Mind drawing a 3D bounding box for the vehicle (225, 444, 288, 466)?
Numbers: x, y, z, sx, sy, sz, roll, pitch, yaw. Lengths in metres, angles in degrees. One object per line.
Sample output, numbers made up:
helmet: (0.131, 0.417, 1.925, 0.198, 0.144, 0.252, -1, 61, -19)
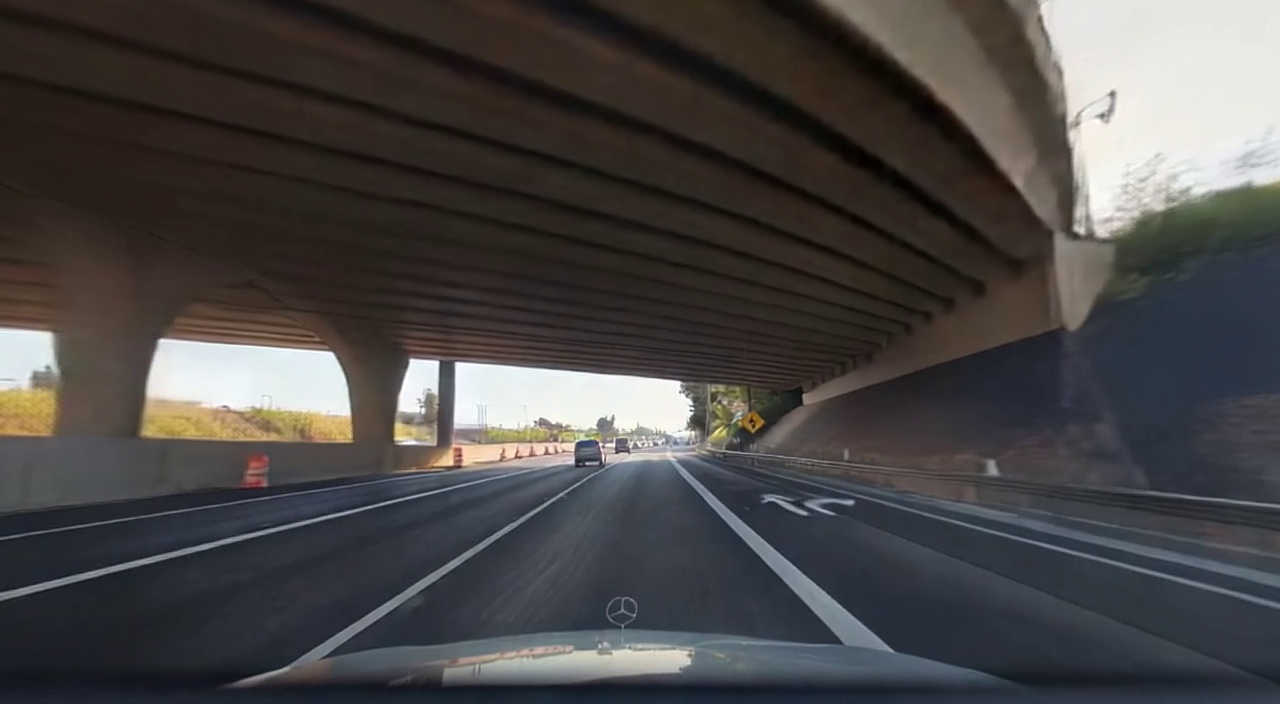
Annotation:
vehicle: (-29.338, 7.869, 48.191, 1.829, 1.542, 4.544, -1, -8, 3)

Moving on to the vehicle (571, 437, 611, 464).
vehicle: (-2.989, 6.158, 39.334, 2.078, 1.629, 4.059, 0, -8, 1)
